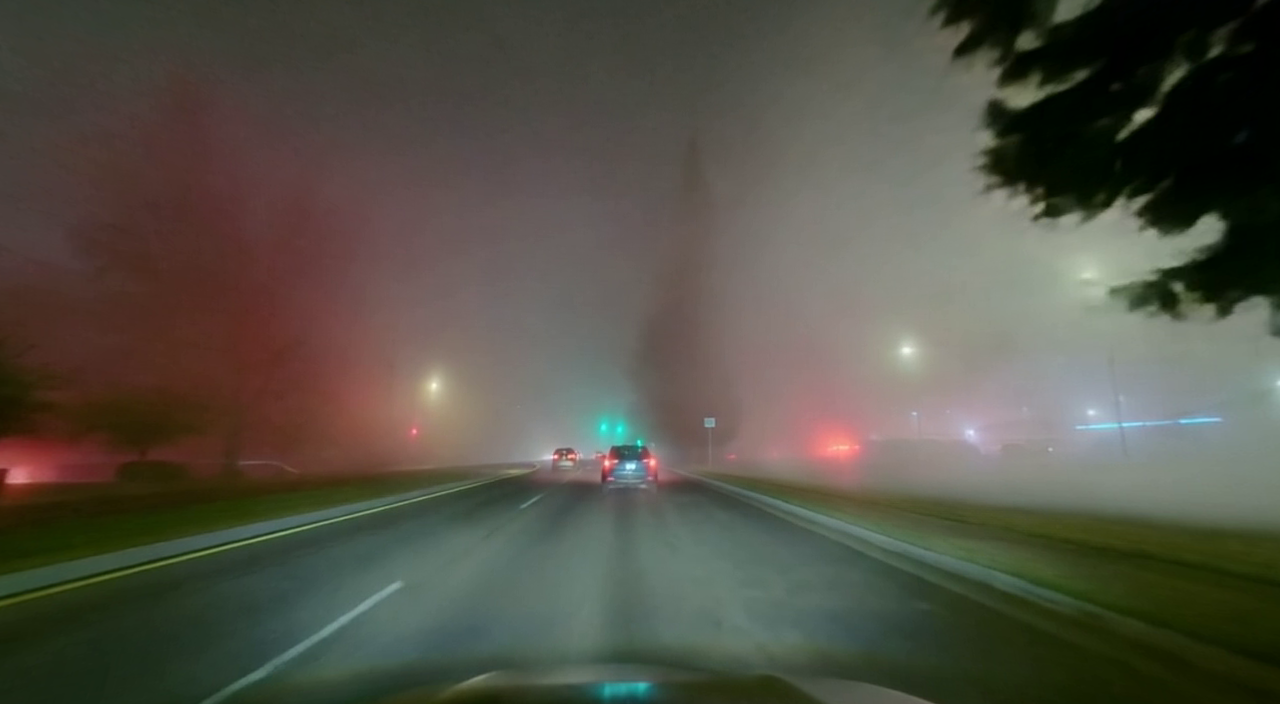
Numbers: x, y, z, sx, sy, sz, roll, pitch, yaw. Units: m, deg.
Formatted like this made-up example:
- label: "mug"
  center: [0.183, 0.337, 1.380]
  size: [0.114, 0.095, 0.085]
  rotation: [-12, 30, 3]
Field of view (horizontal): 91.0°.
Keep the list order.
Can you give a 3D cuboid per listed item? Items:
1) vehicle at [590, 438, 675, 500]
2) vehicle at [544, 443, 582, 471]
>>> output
- label: "vehicle"
  center: [-0.307, 3.454, 19.067]
  size: [2.235, 1.597, 4.918]
  rotation: [0, -9, -3]
- label: "vehicle"
  center: [-5.206, 7.131, 43.029]
  size: [2.189, 1.776, 4.342]
  rotation: [0, -9, -2]
